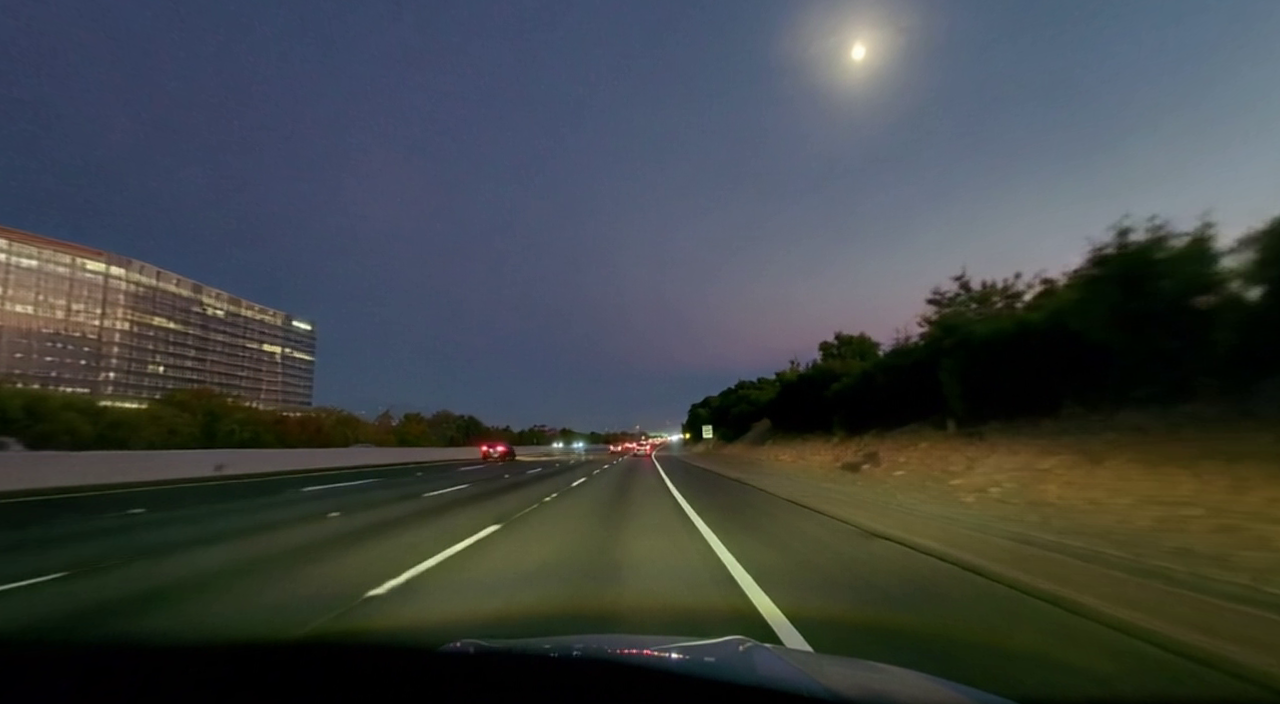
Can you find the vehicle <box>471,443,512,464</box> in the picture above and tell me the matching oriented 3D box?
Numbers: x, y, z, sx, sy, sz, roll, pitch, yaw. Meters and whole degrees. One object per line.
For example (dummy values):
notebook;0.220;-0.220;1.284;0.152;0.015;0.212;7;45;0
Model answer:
vehicle;-11.047;7.538;47.201;1.914;1.440;4.467;0;-8;1
